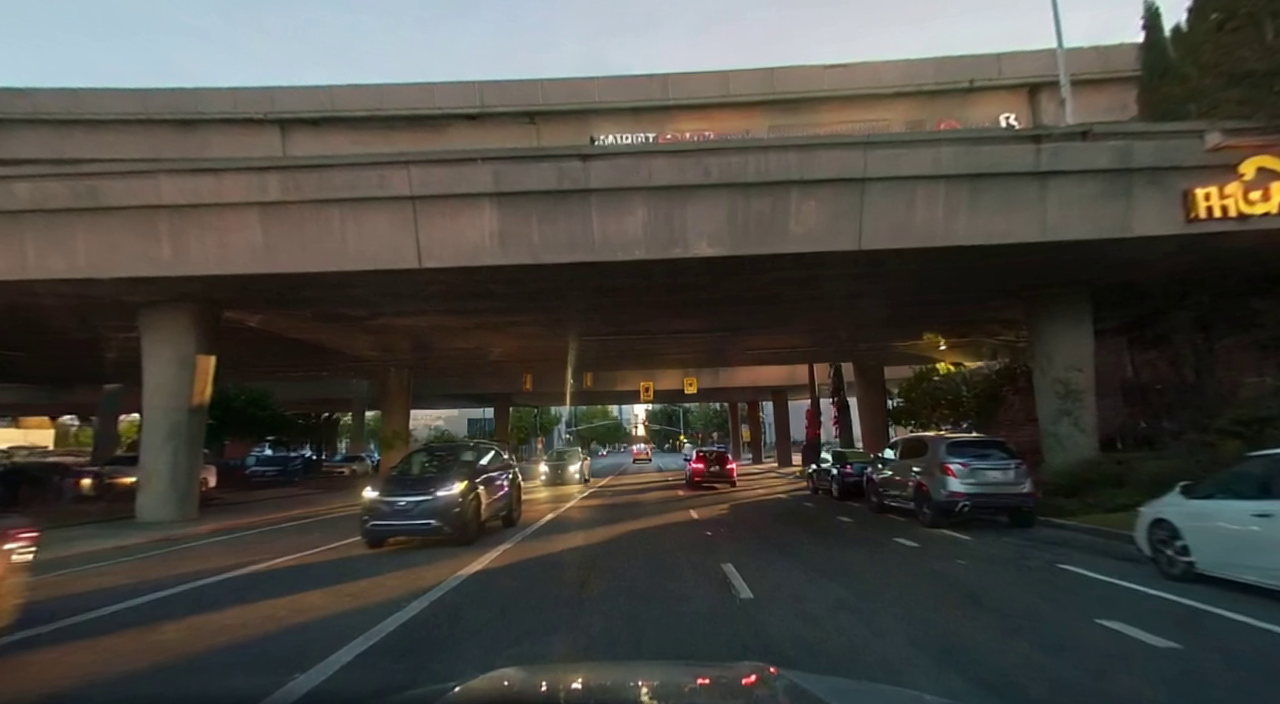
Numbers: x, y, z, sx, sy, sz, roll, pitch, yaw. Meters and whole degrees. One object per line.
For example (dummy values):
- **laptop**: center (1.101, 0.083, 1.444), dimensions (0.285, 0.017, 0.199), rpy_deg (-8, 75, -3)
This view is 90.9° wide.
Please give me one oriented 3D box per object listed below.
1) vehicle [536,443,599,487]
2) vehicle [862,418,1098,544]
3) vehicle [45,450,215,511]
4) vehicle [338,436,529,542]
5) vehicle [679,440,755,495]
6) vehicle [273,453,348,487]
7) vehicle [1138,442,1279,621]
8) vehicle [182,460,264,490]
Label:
- **vehicle**: center (-2.914, 4.627, 26.267), dimensions (2.076, 1.653, 4.152), rpy_deg (-1, -8, 1)
- **vehicle**: center (6.386, 2.458, 12.661), dimensions (2.284, 2.048, 4.379), rpy_deg (0, -8, 1)
- **vehicle**: center (-17.711, 4.418, 22.299), dimensions (1.950, 1.845, 4.669), rpy_deg (-1, -8, 2)
- **vehicle**: center (-3.530, 2.411, 11.788), dimensions (2.137, 1.586, 4.201), rpy_deg (0, -8, 0)
- **vehicle**: center (2.357, 3.670, 20.367), dimensions (1.947, 1.576, 3.825), rpy_deg (0, -8, 0)
- **vehicle**: center (-17.989, 6.430, 34.707), dimensions (1.778, 1.629, 4.330), rpy_deg (0, -8, 0)
- **vehicle**: center (6.686, 1.505, 4.980), dimensions (2.004, 1.586, 4.380), rpy_deg (-1, -8, 2)
- **vehicle**: center (-24.422, 7.179, 37.149), dimensions (1.771, 1.516, 4.508), rpy_deg (0, -8, -1)
